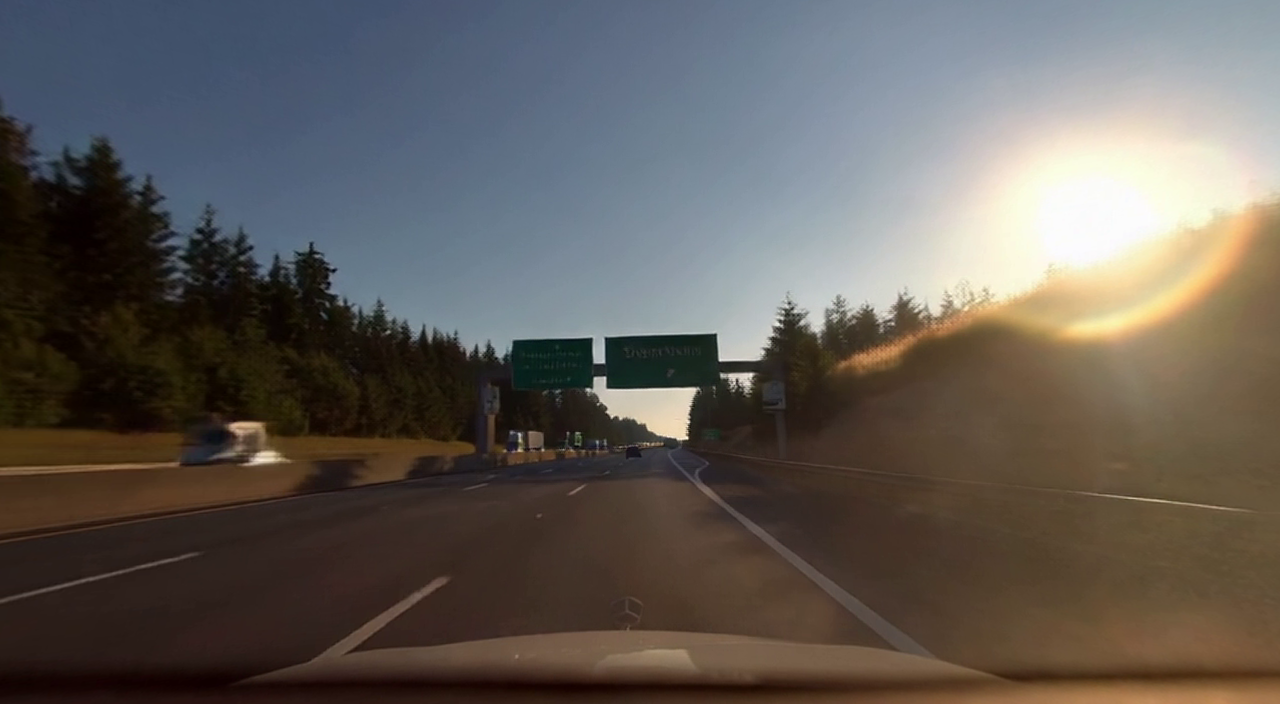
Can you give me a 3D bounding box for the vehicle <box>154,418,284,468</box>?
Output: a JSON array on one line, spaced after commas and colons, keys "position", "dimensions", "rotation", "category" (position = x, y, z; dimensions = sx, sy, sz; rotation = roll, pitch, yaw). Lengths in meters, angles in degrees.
[{"position": [-19.334, 4.271, 29.368], "dimensions": [2.257, 2.085, 5.396], "rotation": [0, -9, 1], "category": "vehicle"}]
